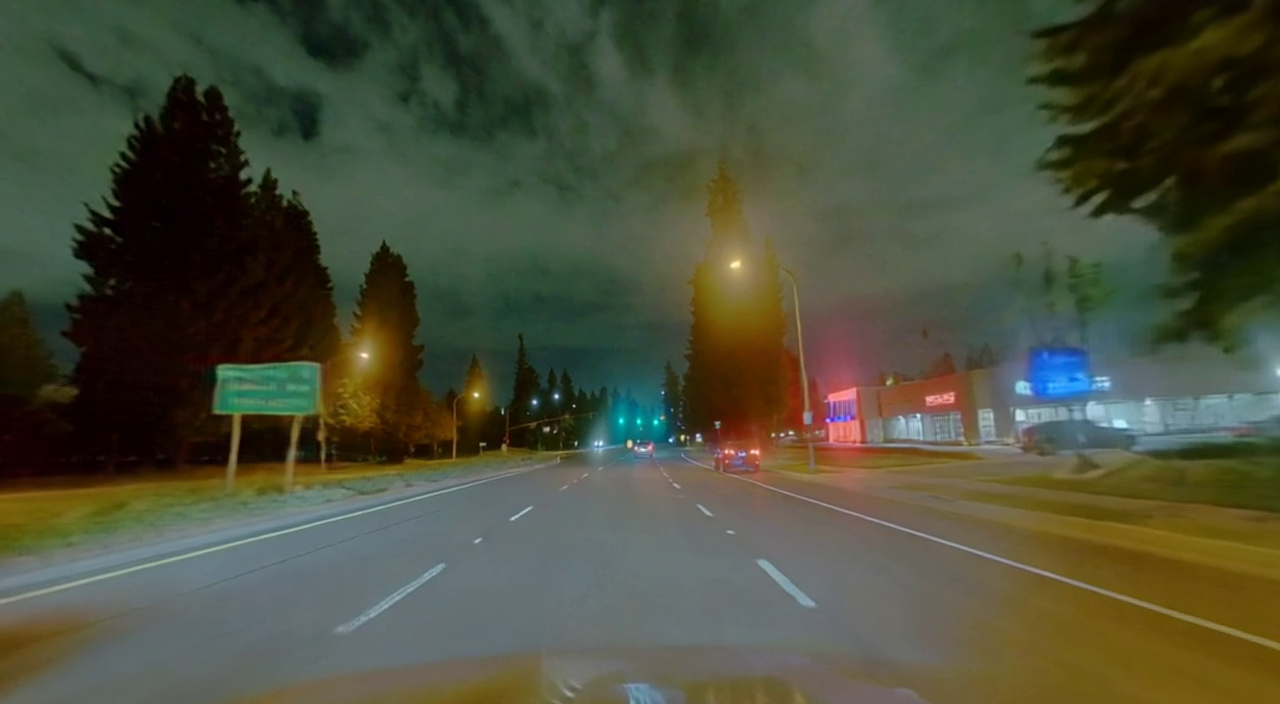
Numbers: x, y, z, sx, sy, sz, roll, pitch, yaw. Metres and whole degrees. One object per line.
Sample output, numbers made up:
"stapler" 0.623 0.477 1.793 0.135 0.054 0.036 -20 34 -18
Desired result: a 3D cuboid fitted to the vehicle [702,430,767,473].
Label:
"vehicle" 4.735 5.112 32.728 2.476 2.016 5.586 0 -8 0
